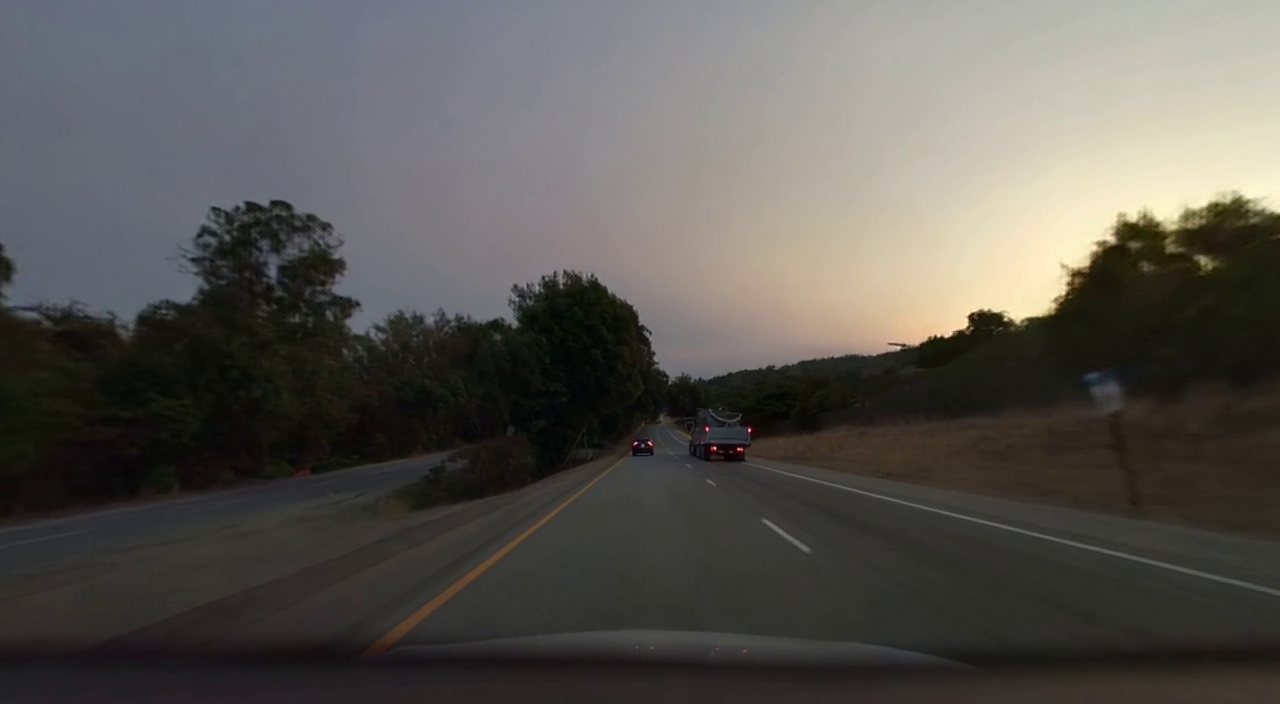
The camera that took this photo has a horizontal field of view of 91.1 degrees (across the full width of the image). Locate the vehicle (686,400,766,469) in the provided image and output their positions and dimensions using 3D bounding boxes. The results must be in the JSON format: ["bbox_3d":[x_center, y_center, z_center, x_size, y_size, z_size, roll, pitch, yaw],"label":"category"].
[{"bbox_3d":[4.337,4.473,33.555,3.015,3.211,7.982,0,-8,-1],"label":"vehicle"}]

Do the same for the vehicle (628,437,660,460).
[{"bbox_3d":[0.291,6.781,44.235,2.170,1.544,4.373,0,-8,0],"label":"vehicle"}]
